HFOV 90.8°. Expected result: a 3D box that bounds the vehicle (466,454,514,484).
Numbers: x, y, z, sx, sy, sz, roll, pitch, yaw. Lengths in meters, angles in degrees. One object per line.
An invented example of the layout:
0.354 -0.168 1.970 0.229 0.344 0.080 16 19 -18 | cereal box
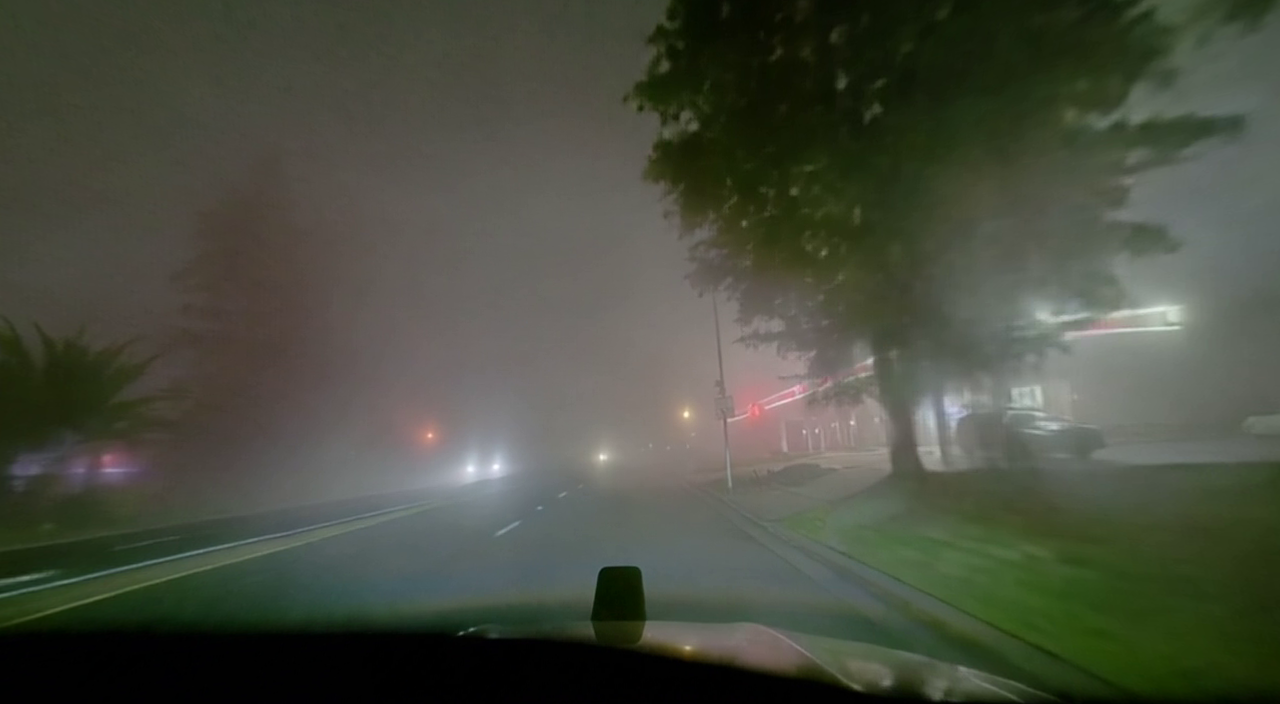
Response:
-9.477 7.378 40.187 2.050 1.721 4.369 0 -9 -1 | vehicle

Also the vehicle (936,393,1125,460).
12.619 2.591 20.899 1.939 1.753 4.974 5 -13 -23 | vehicle
